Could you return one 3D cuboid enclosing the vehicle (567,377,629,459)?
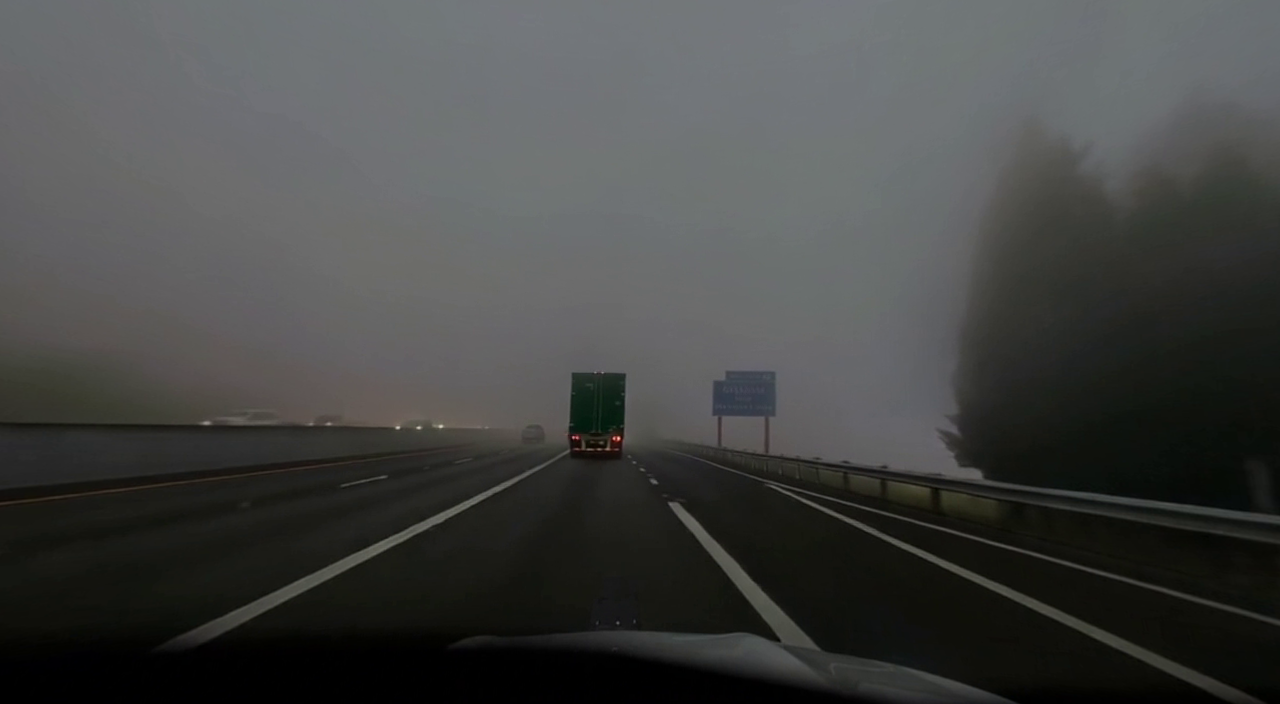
[{"bbox_3d":[-2.433,4.045,37.077,3.002,3.987,12.477,1,-8,-4],"label":"vehicle"}]
